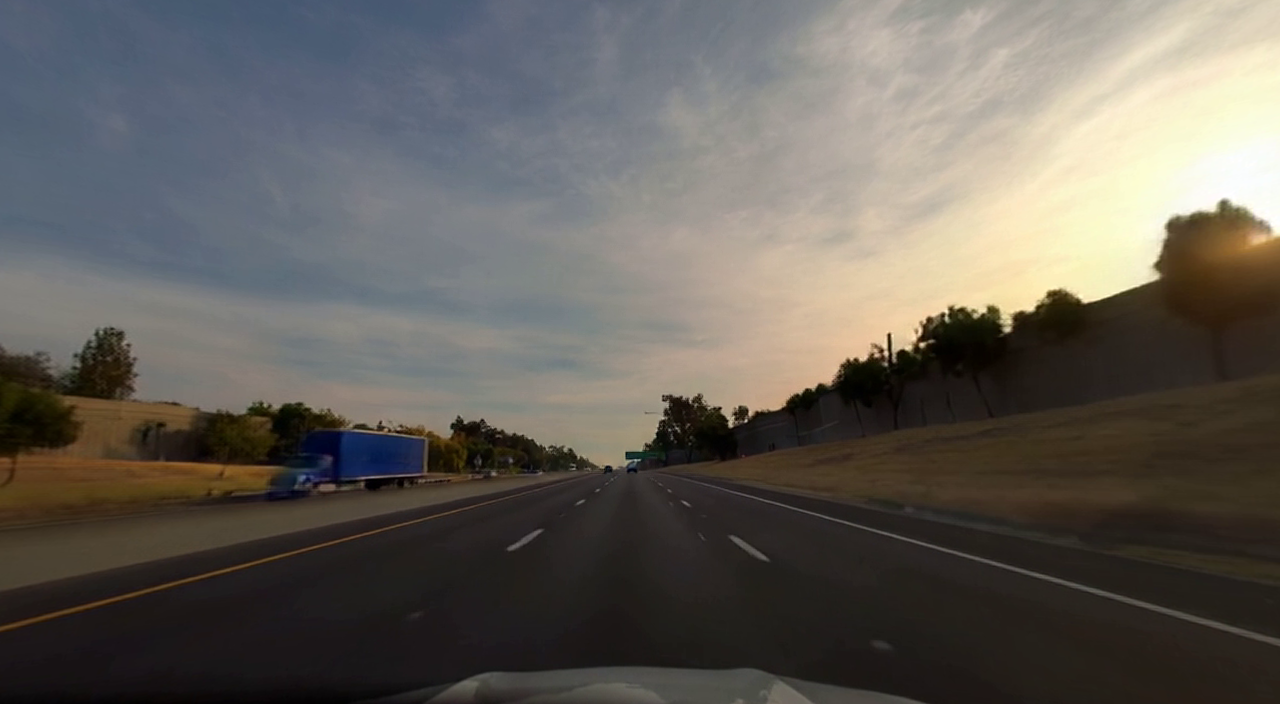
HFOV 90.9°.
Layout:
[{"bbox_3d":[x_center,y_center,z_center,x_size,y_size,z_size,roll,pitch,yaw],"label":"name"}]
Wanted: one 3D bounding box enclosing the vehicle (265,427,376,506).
[{"bbox_3d":[-17.729,6.445,35.546,2.973,3.985,5.829,1,-10,0],"label":"vehicle"}]
